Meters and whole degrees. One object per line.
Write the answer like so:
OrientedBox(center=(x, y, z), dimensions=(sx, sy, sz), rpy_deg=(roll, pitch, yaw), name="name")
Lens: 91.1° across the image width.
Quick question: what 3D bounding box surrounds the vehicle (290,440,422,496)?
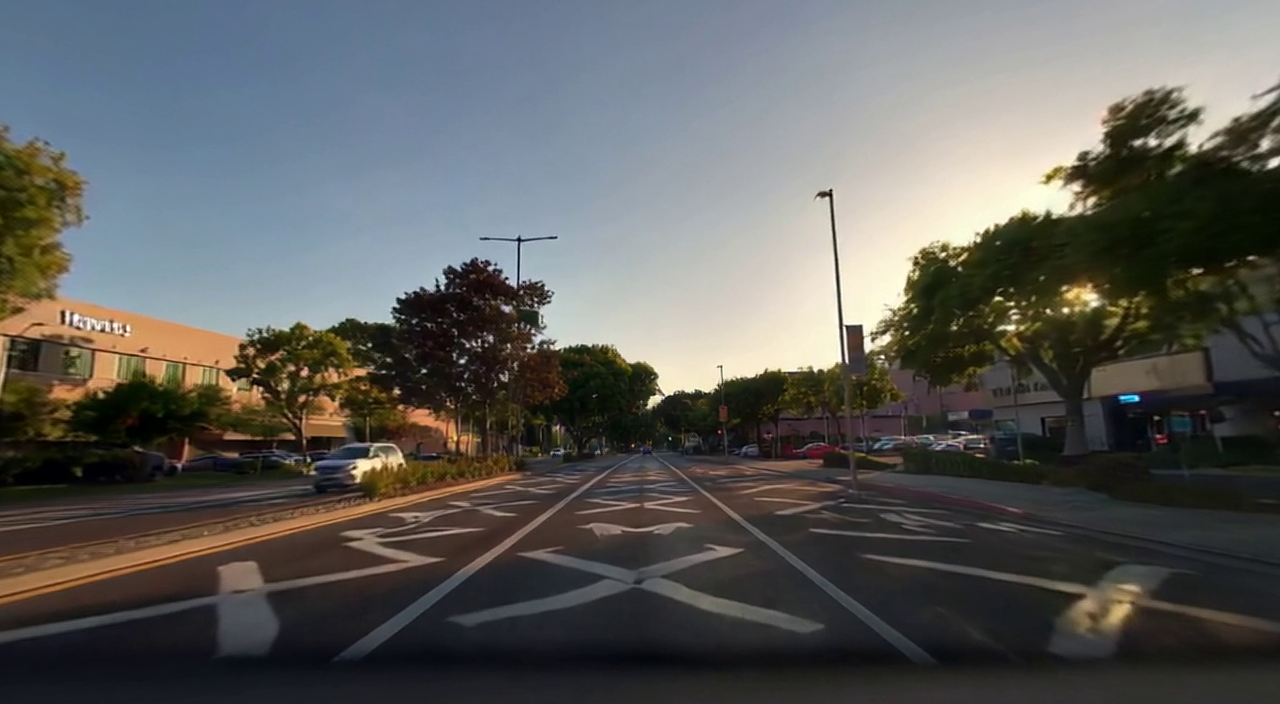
OrientedBox(center=(-8.753, 3.592, 19.883), dimensions=(1.961, 1.559, 4.480), rpy_deg=(-1, -9, 2), name="vehicle")
